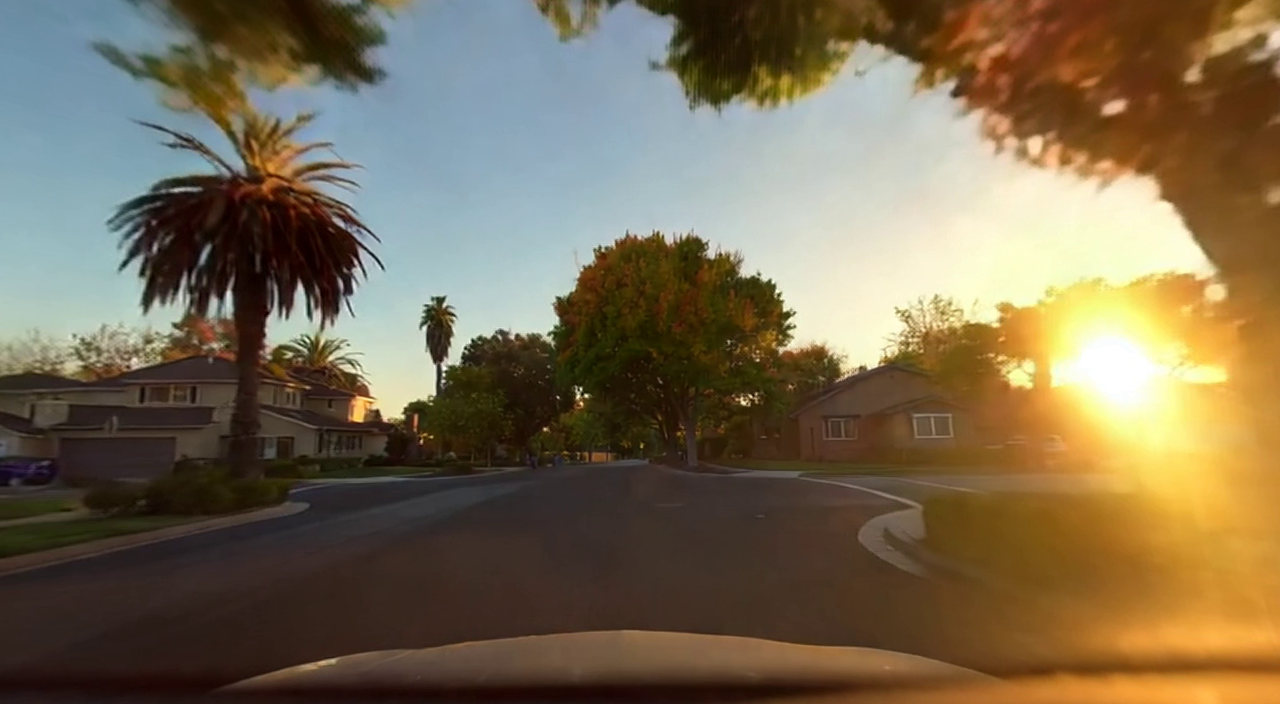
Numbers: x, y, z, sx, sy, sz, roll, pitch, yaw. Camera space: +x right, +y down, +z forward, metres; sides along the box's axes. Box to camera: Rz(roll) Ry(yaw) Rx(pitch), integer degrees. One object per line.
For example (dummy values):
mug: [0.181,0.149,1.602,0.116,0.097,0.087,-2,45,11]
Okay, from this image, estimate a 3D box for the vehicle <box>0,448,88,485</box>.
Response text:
vehicle: [-30.280,5.650,31.193,4.023,1.692,2.024,0,-10,-2]
